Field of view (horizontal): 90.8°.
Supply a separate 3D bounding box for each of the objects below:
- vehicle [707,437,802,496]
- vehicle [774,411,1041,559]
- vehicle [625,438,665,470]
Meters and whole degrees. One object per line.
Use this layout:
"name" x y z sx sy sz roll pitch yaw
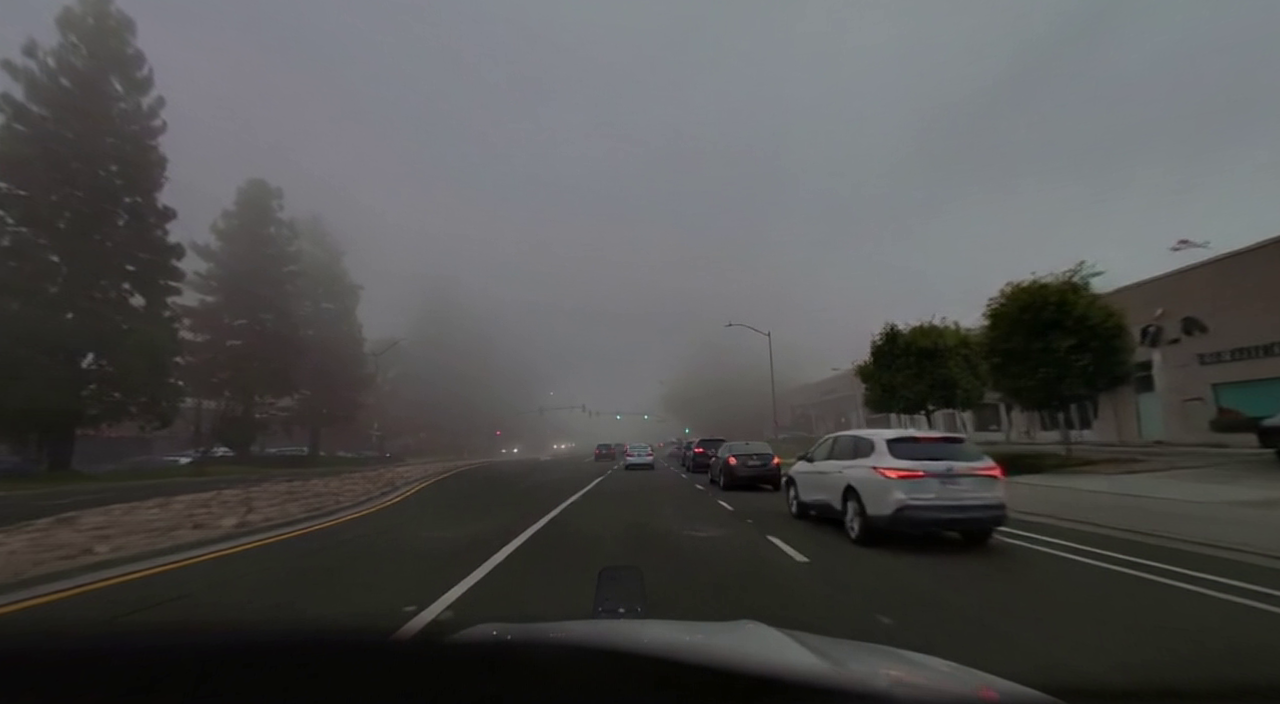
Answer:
"vehicle" 3.173 3.260 18.471 1.864 1.484 4.662 0 -8 0
"vehicle" 3.496 1.820 9.317 2.085 1.668 4.077 0 -8 -1
"vehicle" 0.214 5.388 33.549 2.023 1.532 3.891 0 -8 -1
